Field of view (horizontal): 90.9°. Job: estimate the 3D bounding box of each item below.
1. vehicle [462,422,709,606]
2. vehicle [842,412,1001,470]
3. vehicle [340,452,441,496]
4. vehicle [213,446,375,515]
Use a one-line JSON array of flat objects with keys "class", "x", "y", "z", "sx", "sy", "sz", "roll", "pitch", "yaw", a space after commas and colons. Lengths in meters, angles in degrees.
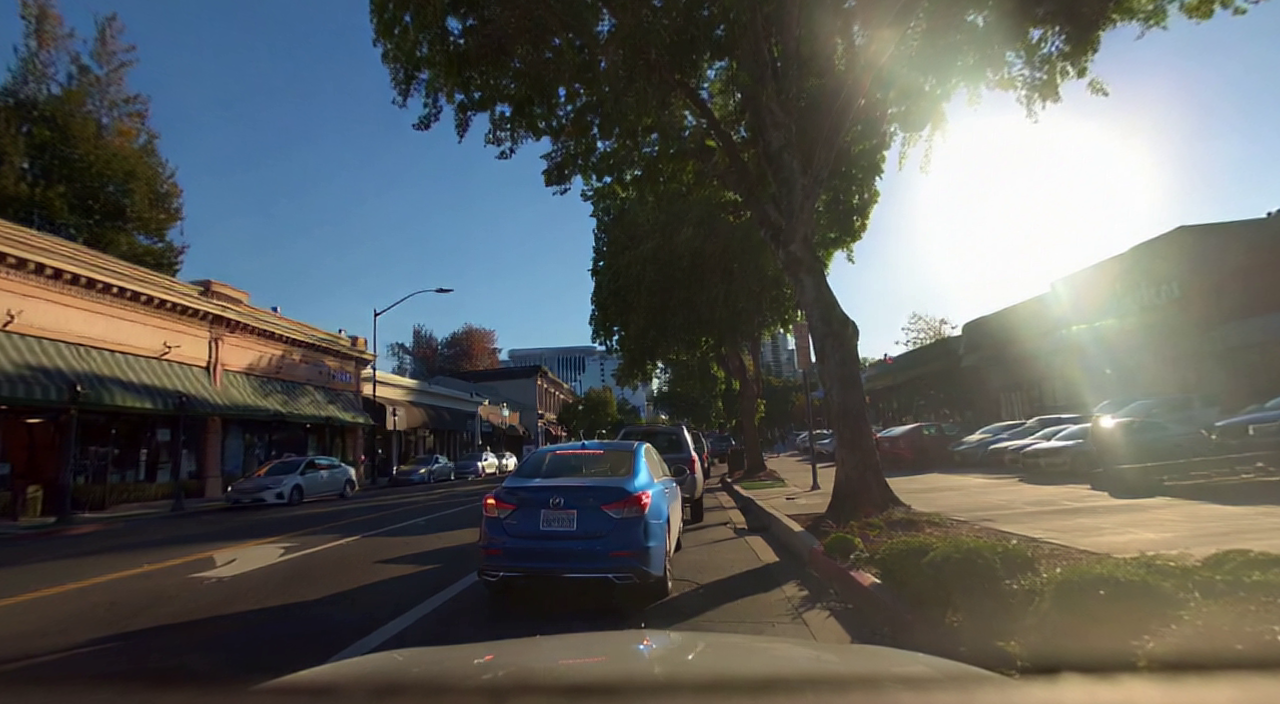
[{"class": "vehicle", "x": -0.277, "y": 1.634, "z": 7.283, "sx": 1.939, "sy": 1.478, "sz": 3.922, "roll": -1, "pitch": -8, "yaw": 8}, {"class": "vehicle", "x": 9.023, "y": 2.827, "z": 20.218, "sx": 4.558, "sy": 1.528, "sz": 1.915, "roll": 0, "pitch": -8, "yaw": -23}, {"class": "vehicle", "x": -10.250, "y": 5.027, "z": 26.279, "sx": 1.826, "sy": 1.432, "sz": 4.556, "roll": -7, "pitch": -9, "yaw": 8}, {"class": "vehicle", "x": -11.002, "y": 4.064, "z": 20.588, "sx": 2.081, "sy": 1.718, "sz": 5.342, "roll": -6, "pitch": -9, "yaw": 3}]
